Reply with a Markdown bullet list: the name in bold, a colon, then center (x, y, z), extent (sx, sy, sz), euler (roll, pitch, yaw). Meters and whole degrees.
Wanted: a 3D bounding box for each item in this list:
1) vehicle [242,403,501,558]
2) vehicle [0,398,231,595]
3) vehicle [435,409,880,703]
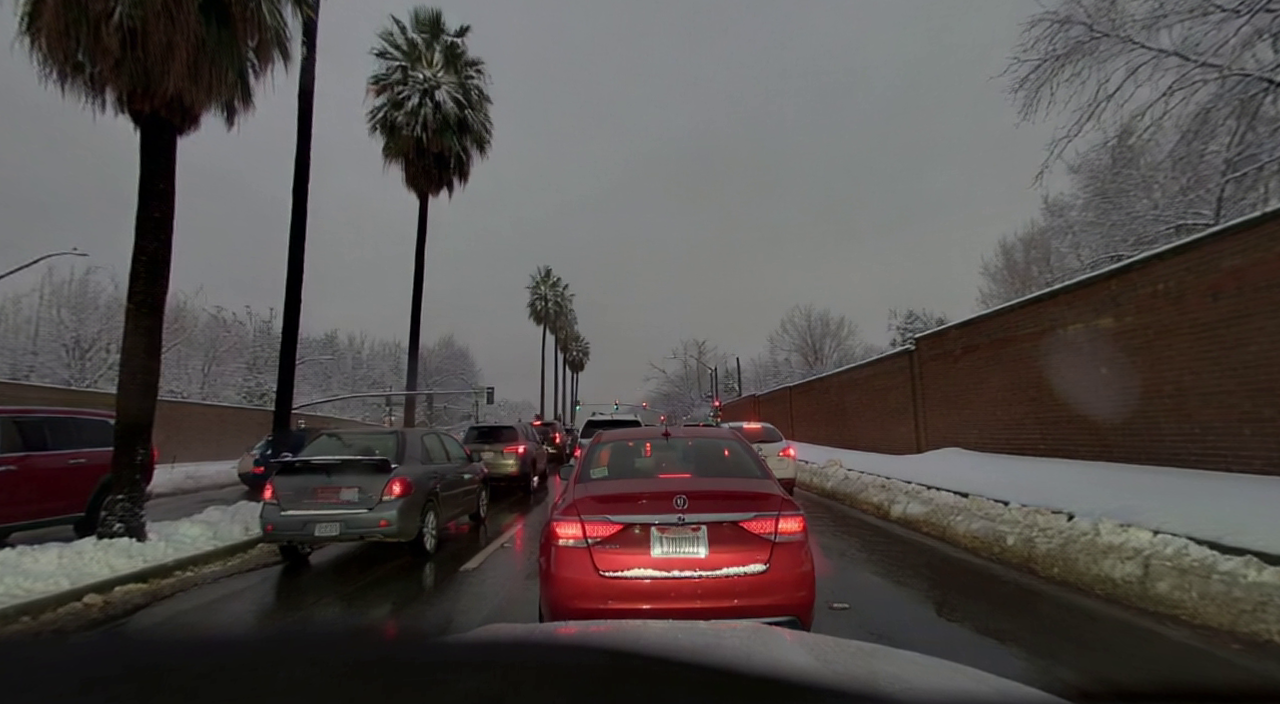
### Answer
- **vehicle**: center (-3.520, 1.772, 9.285), extent (2.055, 1.746, 4.136), euler (0, -8, -1)
- **vehicle**: center (-6.672, 1.402, 6.397), extent (1.963, 1.721, 4.662), euler (0, -8, -2)
- **vehicle**: center (0.039, 1.335, 5.206), extent (2.128, 1.473, 4.272), euler (0, -8, -1)
